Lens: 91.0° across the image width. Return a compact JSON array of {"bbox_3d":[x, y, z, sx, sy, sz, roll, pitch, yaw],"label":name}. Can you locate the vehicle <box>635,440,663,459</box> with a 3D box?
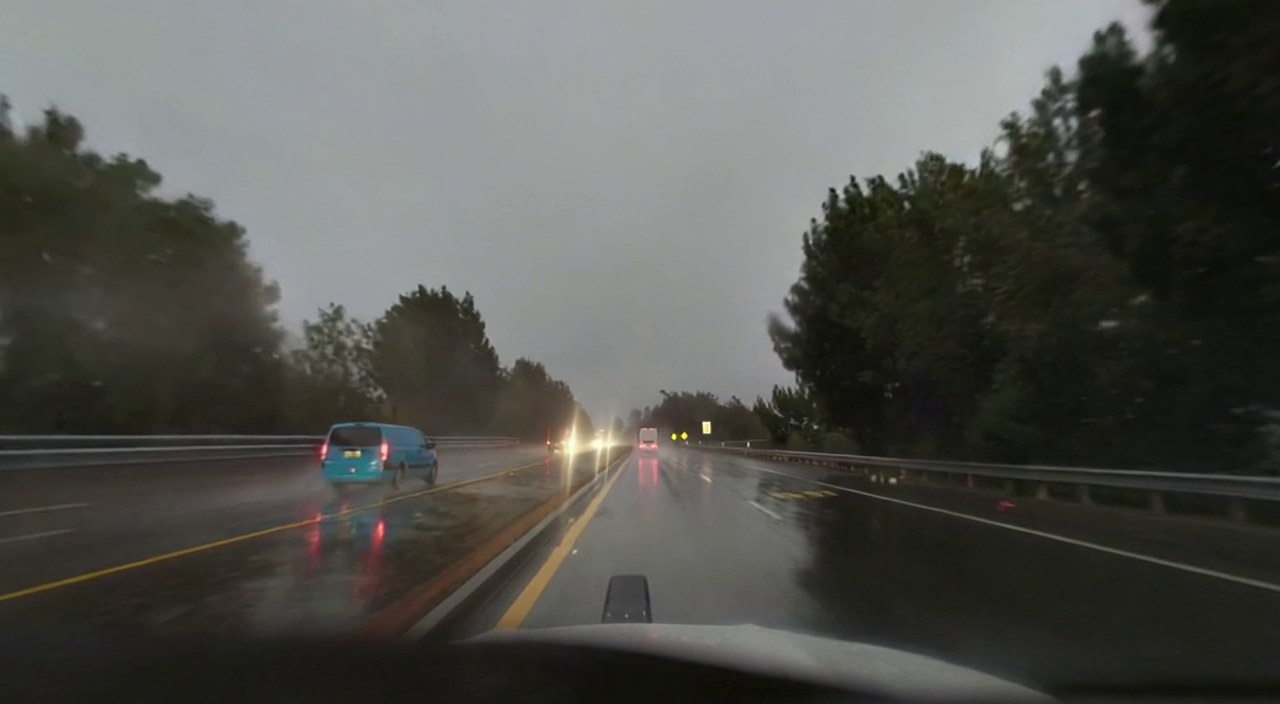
[{"bbox_3d":[0.688,7.564,48.912,2.061,1.469,3.782,0,-8,1],"label":"vehicle"}]

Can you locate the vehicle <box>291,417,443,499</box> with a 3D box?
[{"bbox_3d":[-7.095,2.806,16.977,2.068,1.897,4.372,0,-8,1],"label":"vehicle"}]
